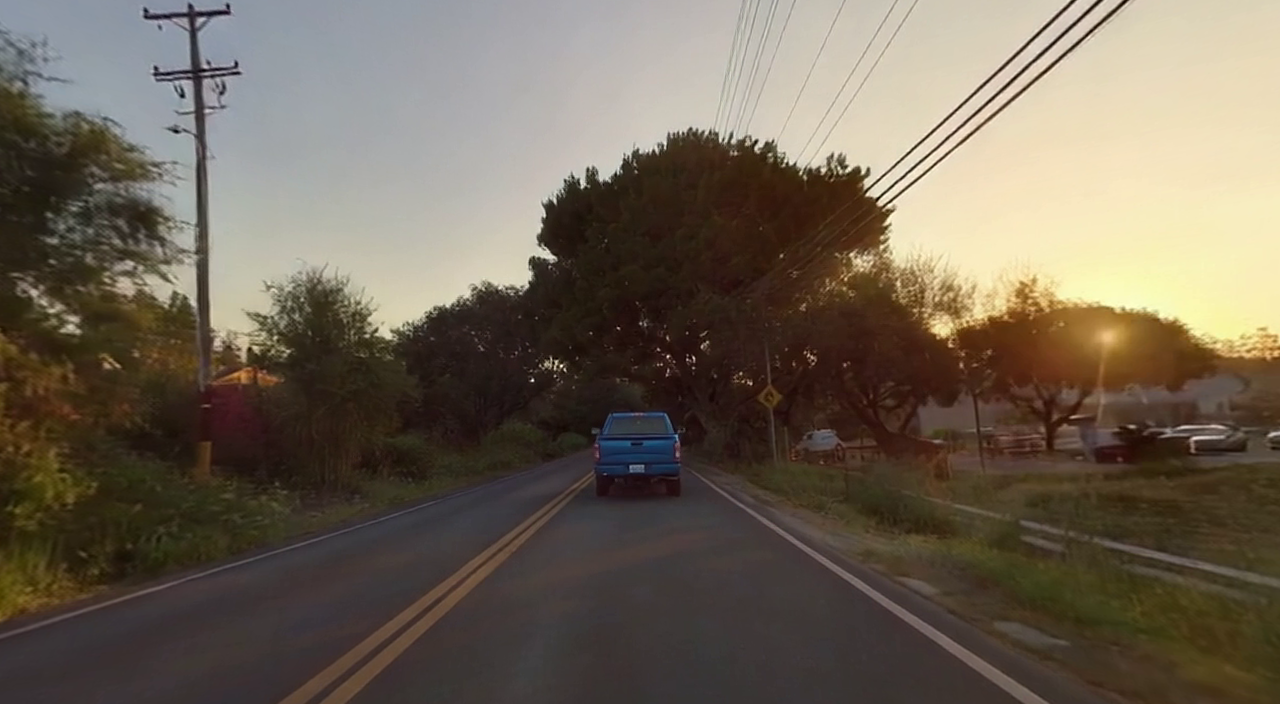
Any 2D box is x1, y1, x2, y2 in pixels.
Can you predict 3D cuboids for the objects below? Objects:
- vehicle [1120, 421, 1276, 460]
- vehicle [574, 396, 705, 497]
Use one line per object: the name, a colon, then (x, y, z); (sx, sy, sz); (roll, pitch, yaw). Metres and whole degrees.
vehicle: (31.452, 5.077, 35.987); (2.323, 2.002, 6.310); (2, -9, -13)
vehicle: (-0.047, 2.729, 18.428); (3.021, 2.326, 7.410); (0, -8, -1)
